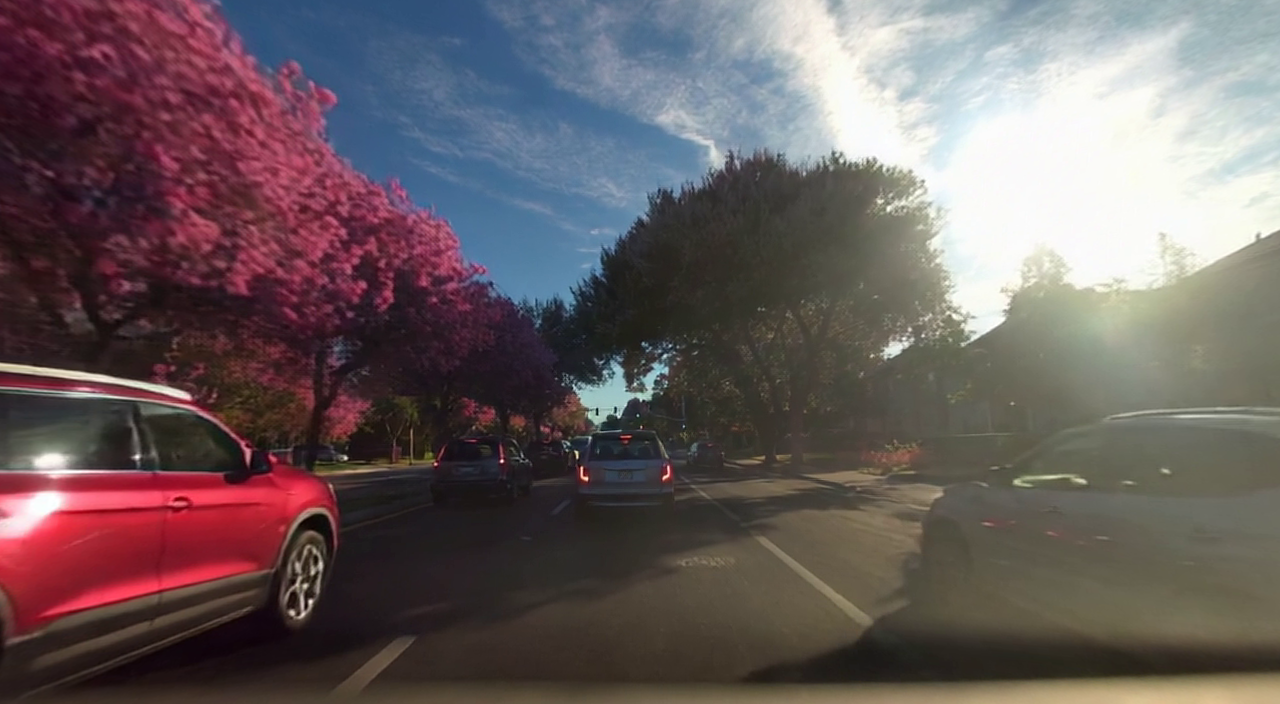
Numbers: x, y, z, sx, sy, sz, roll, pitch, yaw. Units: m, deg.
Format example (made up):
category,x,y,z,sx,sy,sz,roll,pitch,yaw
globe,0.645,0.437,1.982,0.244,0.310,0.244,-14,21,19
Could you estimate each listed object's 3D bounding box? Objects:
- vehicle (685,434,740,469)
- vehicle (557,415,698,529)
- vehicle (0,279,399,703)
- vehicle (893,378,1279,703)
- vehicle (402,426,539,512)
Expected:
category,x,y,z,sx,sy,sz,roll,pitch,yaw
vehicle,3.653,5.133,32.712,2.188,1.685,4.604,0,-8,-2
vehicle,-0.204,2.093,11.583,2.112,1.693,4.058,0,-8,-1
vehicle,-3.549,0.906,3.777,2.304,1.928,4.833,0,-8,0
vehicle,3.124,0.964,2.774,2.056,1.536,4.678,0,-8,0
vehicle,-3.666,2.597,14.565,1.948,1.668,4.279,0,-8,0
